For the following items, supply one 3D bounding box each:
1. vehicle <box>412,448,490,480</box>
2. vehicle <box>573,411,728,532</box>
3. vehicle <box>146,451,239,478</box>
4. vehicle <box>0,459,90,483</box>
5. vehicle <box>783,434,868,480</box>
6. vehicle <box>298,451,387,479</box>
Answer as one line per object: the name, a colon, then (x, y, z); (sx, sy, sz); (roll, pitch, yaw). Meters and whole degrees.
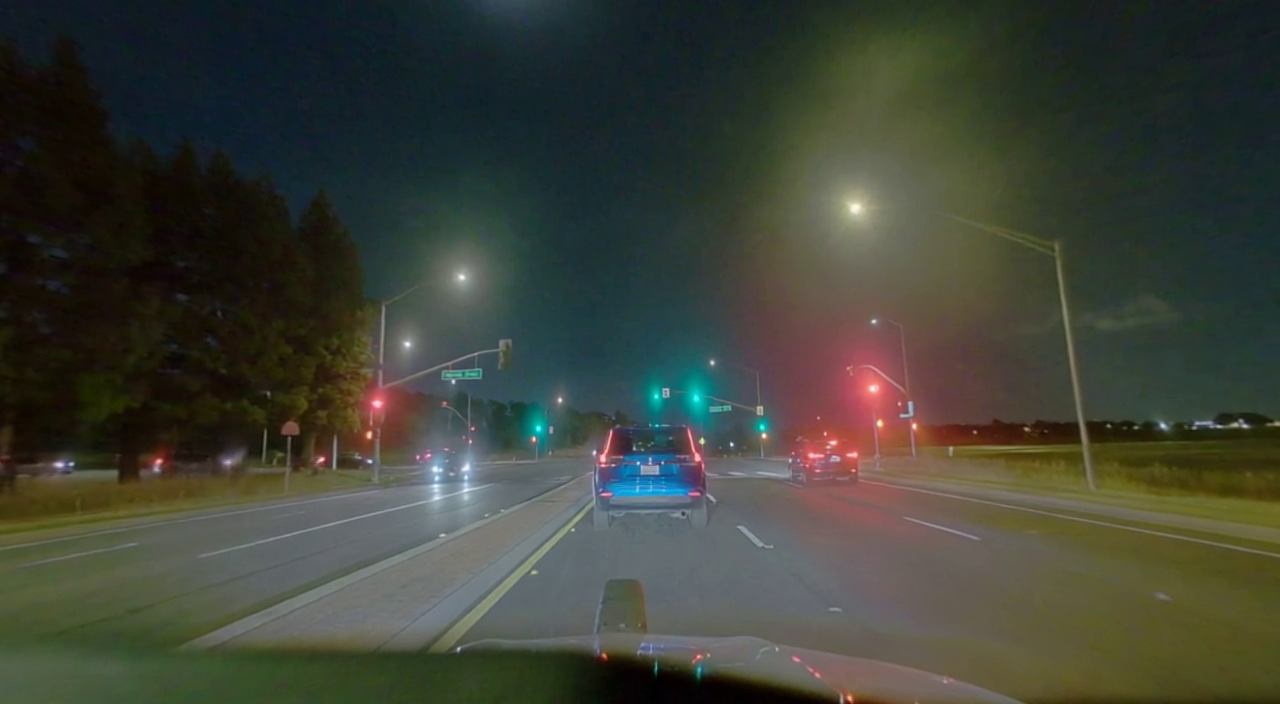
vehicle: (-9.722, 5.647, 32.233); (2.425, 1.480, 4.707); (5, -10, -34)
vehicle: (0.155, 2.080, 11.472); (2.298, 1.770, 4.138); (0, -8, 0)
vehicle: (-29.407, 7.409, 41.511); (4.608, 1.680, 2.026); (-1, -8, 3)
vehicle: (-38.846, 7.660, 40.730); (4.559, 1.458, 2.265); (-1, -8, 2)
vehicle: (7.258, 4.143, 25.185); (2.012, 1.636, 4.352); (0, -8, 0)
vehicle: (-18.313, 6.913, 38.857); (4.510, 1.606, 2.192); (-2, -9, 15)
